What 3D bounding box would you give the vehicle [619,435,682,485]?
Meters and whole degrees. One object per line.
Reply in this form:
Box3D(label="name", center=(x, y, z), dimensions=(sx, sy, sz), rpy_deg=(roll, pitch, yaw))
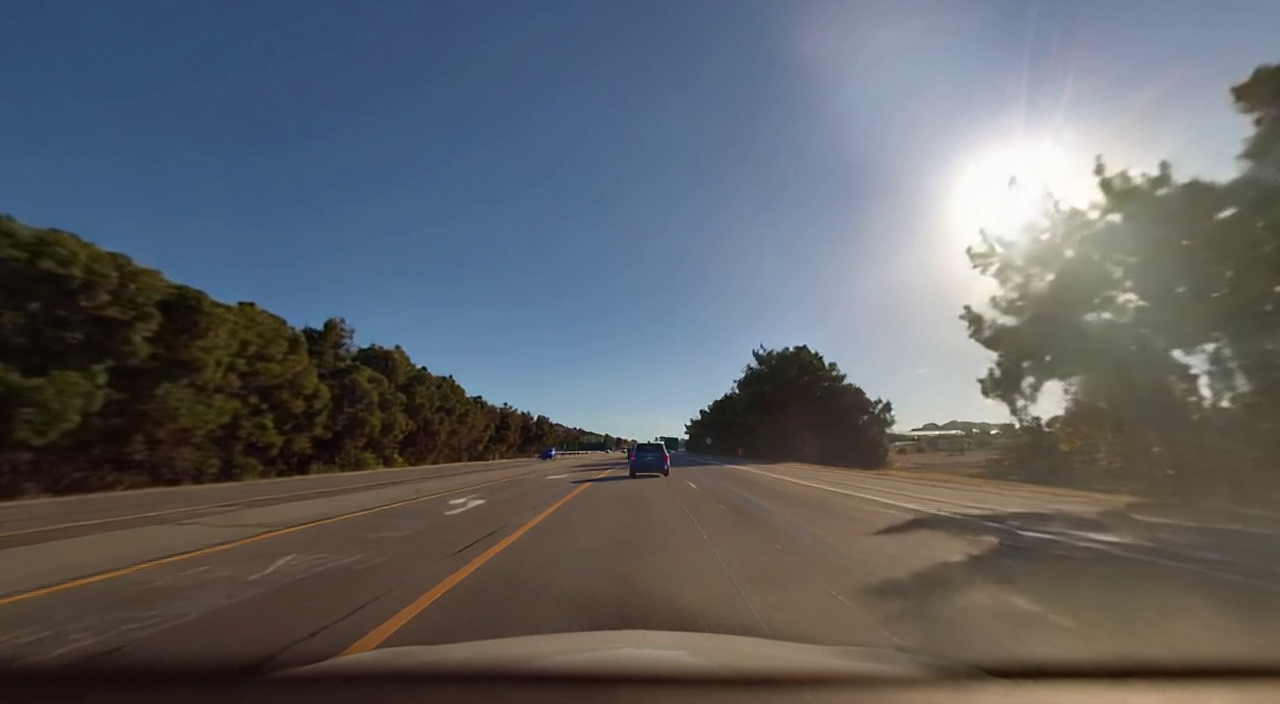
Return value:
Box3D(label="vehicle", center=(0.379, 4.141, 24.395), dimensions=(2.190, 1.706, 4.062), rpy_deg=(-1, -9, 0))
